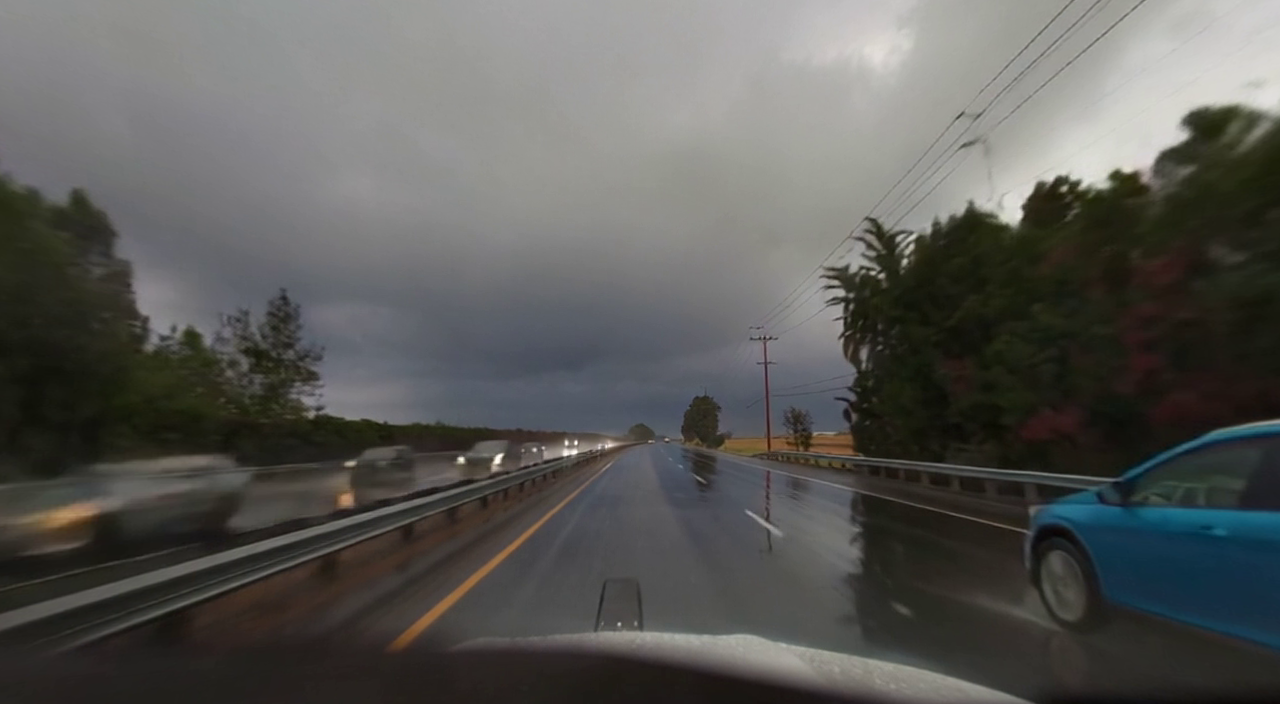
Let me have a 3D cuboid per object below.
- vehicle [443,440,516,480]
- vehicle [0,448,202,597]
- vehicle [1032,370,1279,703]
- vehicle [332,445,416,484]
[{"bbox_3d":[-6.953,4.706,27.696,2.091,1.587,4.158,0,-8,1],"label":"vehicle"},{"bbox_3d":[-7.578,1.911,7.428,2.000,1.485,3.887,0,-8,-1],"label":"vehicle"},{"bbox_3d":[3.733,0.798,2.226,2.032,1.562,4.029,0,-8,0],"label":"vehicle"},{"bbox_3d":[-11.177,4.702,26.643,1.908,1.498,3.773,0,-8,0],"label":"vehicle"}]
